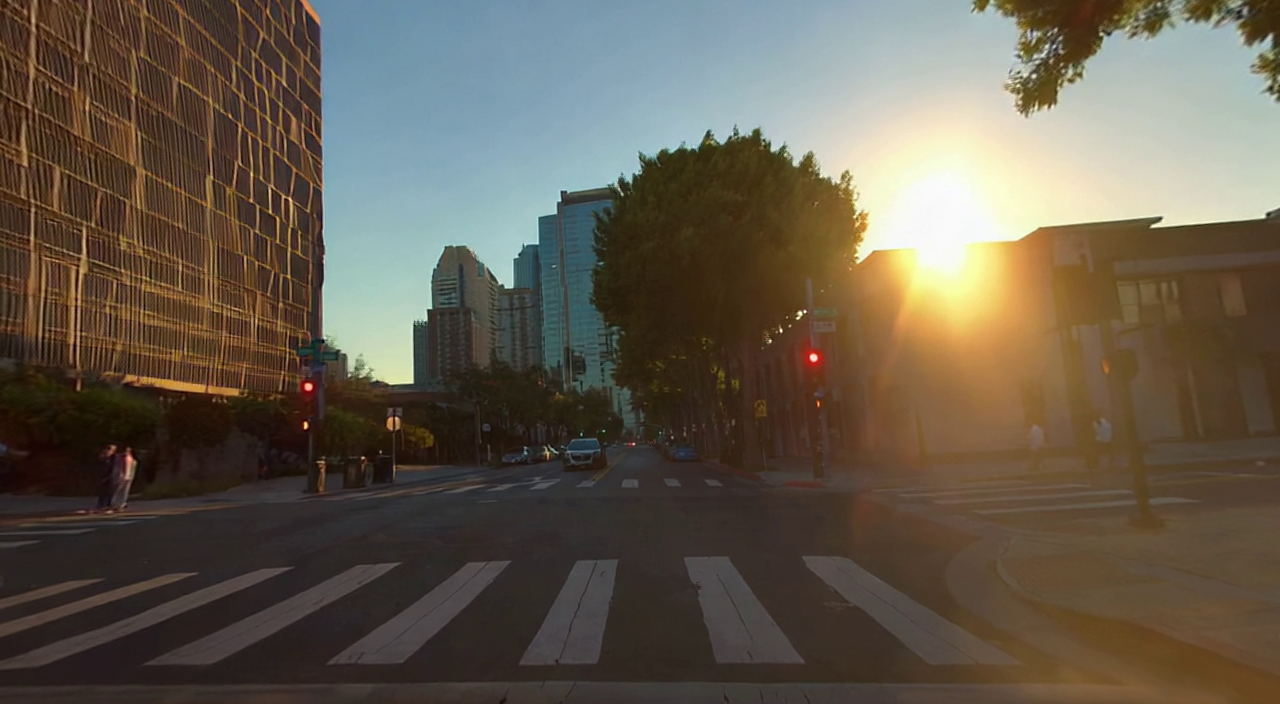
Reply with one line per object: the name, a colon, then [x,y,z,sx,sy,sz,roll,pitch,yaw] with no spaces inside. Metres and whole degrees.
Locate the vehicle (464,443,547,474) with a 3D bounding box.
vehicle: [-8.034,6.367,38.004,4.526,1.726,1.963,8,-12,-44]

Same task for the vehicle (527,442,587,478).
vehicle: [-3.667,4.830,28.568,1.989,1.481,4.500,0,-8,1]

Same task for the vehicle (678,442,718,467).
vehicle: [3.532,6.280,38.868,1.853,1.426,4.160,1,-8,-3]
